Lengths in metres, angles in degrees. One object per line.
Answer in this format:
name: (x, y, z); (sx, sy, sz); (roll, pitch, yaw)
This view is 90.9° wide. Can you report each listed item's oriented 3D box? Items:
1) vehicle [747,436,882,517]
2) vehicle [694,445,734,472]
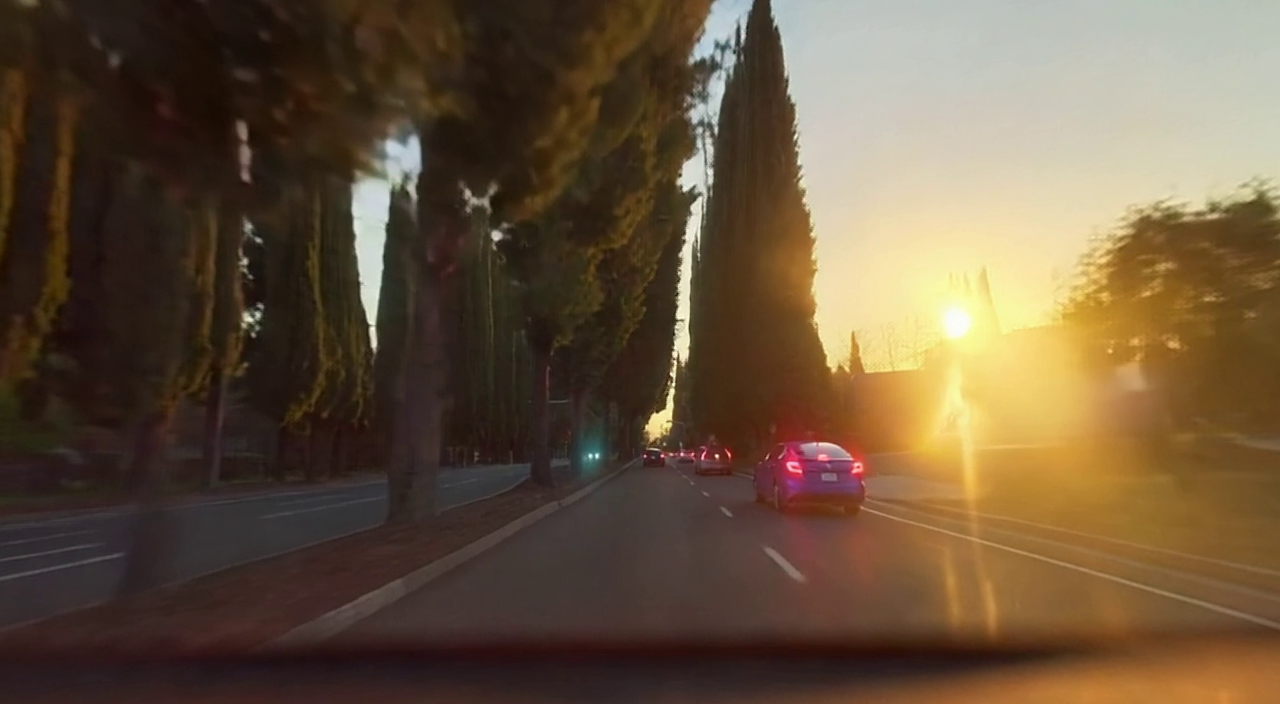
vehicle: (3.906, 2.842, 14.928); (2.052, 1.639, 4.123); (0, -8, 1)
vehicle: (4.704, 6.821, 40.692); (2.110, 1.666, 3.912); (0, -8, 1)
